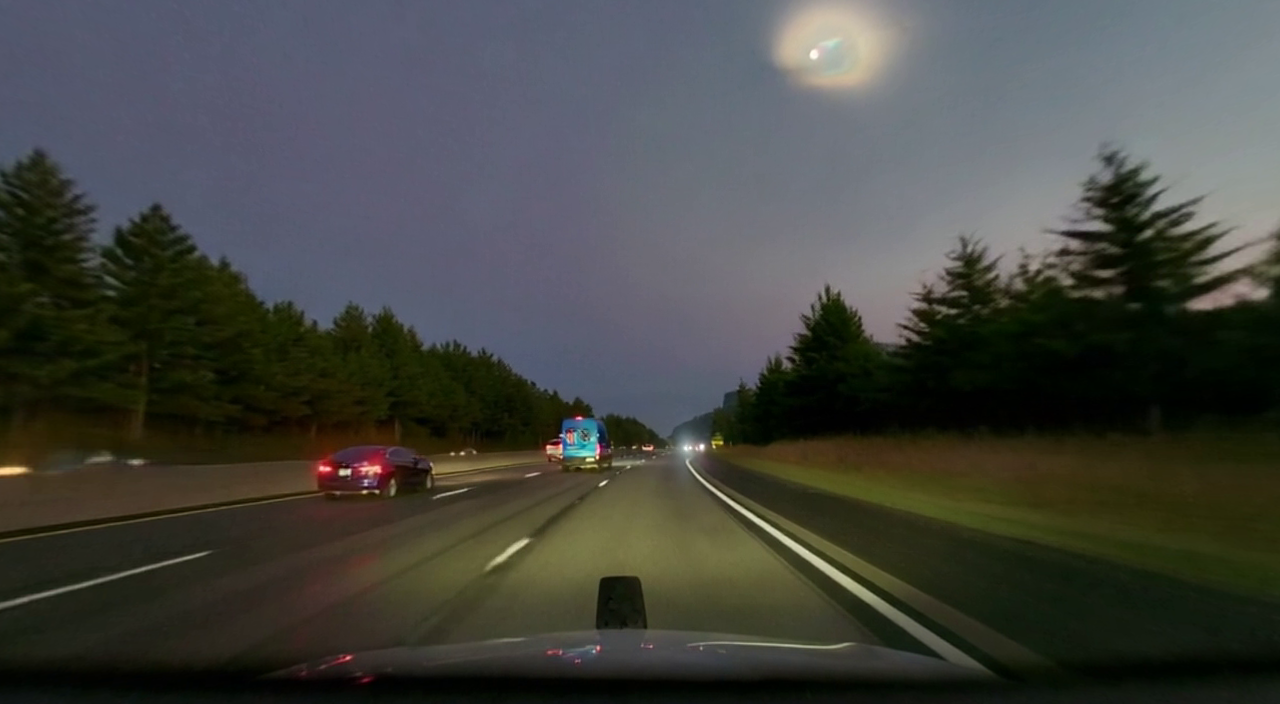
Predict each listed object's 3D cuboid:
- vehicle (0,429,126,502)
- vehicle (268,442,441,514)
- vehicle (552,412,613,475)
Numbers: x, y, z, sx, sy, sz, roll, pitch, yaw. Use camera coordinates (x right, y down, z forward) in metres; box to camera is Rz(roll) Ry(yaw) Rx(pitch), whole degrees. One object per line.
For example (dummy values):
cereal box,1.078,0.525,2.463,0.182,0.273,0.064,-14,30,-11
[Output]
vehicle,-16.838,2.902,16.210,2.255,1.760,5.882,0,-8,1
vehicle,-6.507,2.883,15.045,1.947,1.438,4.440,0,-8,1
vehicle,-2.765,4.611,31.800,2.319,2.883,5.632,-1,-8,3
